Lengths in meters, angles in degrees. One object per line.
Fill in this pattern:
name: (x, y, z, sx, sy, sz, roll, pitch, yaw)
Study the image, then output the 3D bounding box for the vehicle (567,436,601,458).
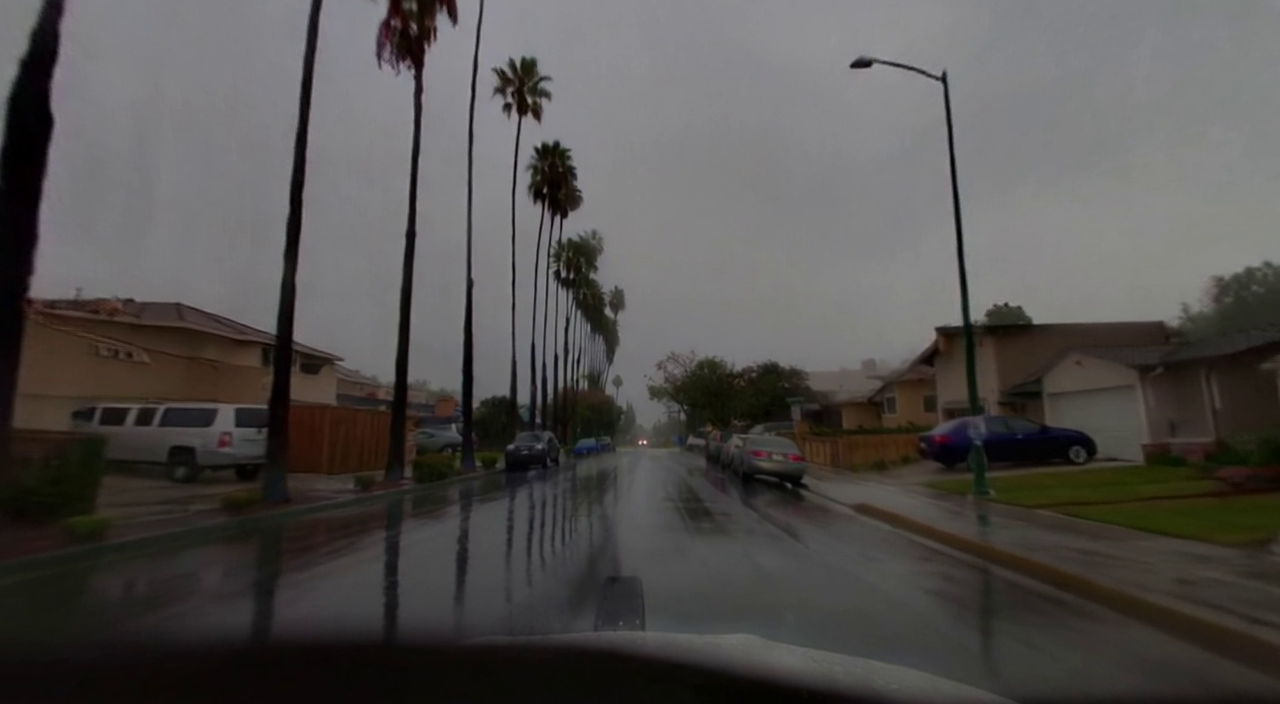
vehicle: (-4.052, 6.971, 46.244, 2.080, 1.479, 4.531, 0, -10, 0)

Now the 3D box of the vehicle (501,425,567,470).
vehicle: (-4.587, 4.185, 28.121, 2.147, 1.823, 4.725, 0, -7, 0)

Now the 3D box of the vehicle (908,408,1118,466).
vehicle: (10.243, 2.371, 17.675, 4.643, 1.520, 1.826, 0, -8, 4)

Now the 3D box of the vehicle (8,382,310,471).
vehicle: (-11.346, 1.818, 15.300, 5.340, 1.948, 2.398, 0, -8, 2)

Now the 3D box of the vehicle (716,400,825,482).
vehicle: (3.661, 2.683, 19.061, 2.184, 2.038, 6.212, 0, -8, 2)

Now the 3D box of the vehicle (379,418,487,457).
vehicle: (-11.016, 4.587, 33.935, 4.991, 1.947, 2.329, 0, -8, -1)
